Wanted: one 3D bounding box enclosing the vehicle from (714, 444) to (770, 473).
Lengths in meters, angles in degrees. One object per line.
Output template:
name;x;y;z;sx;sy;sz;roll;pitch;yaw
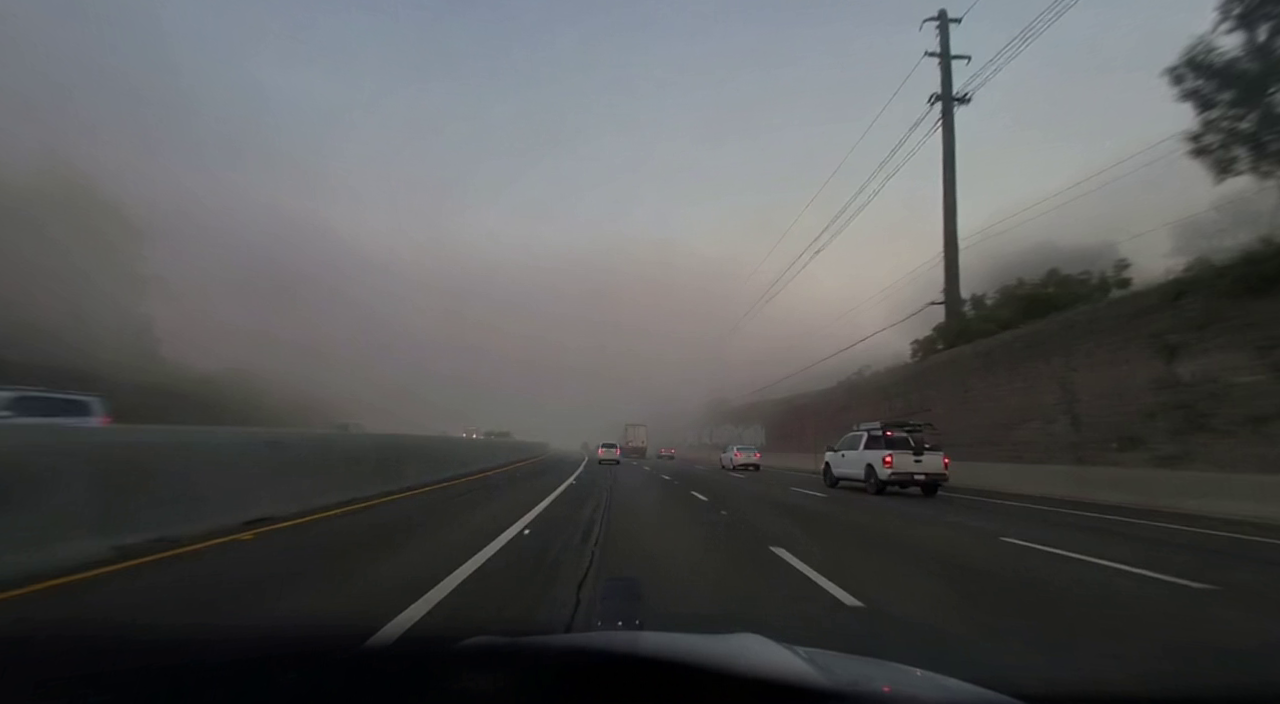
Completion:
vehicle;5.666;5.967;35.678;2.032;1.525;4.631;1;-9;-5

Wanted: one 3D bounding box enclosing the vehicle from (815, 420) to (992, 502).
vehicle;7.091;3.029;17.994;2.325;1.924;5.838;0;-9;-2

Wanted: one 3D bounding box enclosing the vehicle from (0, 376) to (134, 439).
vehicle;-10.209;0.864;9.710;1.728;0.864;3.903;0;-9;-2

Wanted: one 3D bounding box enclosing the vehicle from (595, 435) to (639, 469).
vehicle;-1.249;5.227;33.088;2.191;1.685;3.353;0;-9;-3

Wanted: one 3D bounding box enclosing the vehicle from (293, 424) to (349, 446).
vehicle;-22.886;6.001;45.495;1.870;1.492;4.545;0;-9;-4
